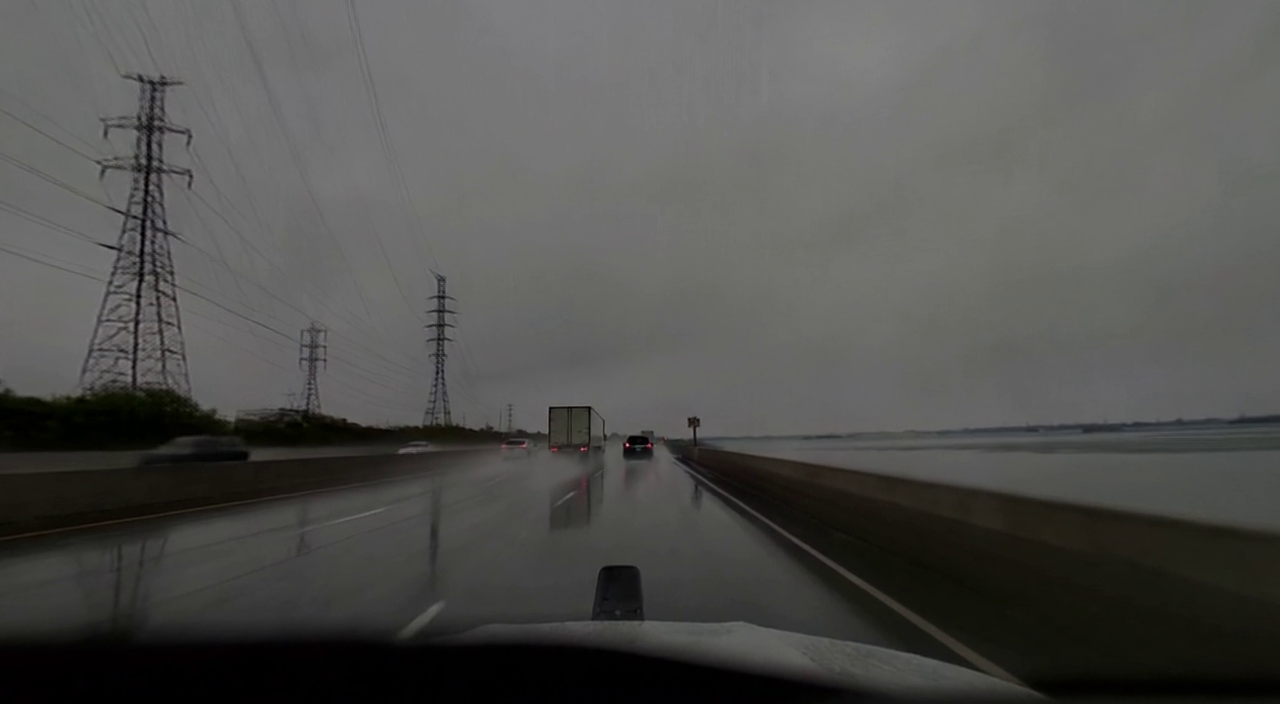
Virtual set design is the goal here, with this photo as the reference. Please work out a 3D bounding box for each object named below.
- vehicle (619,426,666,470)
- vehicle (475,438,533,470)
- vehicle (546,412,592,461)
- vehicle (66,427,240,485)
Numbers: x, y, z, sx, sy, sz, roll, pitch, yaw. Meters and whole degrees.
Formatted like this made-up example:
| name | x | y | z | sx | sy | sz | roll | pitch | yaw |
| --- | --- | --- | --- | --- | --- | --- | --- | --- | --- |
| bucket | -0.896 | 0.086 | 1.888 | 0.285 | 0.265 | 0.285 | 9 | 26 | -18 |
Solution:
| name | x | y | z | sx | sy | sz | roll | pitch | yaw |
| --- | --- | --- | --- | --- | --- | --- | --- | --- | --- |
| vehicle | 0.138 | 5.088 | 33.601 | 2.358 | 2.144 | 4.713 | 0 | -8 | 0 |
| vehicle | -7.129 | 5.415 | 33.647 | 2.004 | 1.545 | 4.513 | 0 | -8 | 1 |
| vehicle | -3.742 | 4.543 | 33.855 | 2.178 | 2.522 | 2.054 | 0 | -9 | 1 |
| vehicle | -16.297 | 3.512 | 21.566 | 1.972 | 1.723 | 4.983 | 0 | -8 | 0 |
